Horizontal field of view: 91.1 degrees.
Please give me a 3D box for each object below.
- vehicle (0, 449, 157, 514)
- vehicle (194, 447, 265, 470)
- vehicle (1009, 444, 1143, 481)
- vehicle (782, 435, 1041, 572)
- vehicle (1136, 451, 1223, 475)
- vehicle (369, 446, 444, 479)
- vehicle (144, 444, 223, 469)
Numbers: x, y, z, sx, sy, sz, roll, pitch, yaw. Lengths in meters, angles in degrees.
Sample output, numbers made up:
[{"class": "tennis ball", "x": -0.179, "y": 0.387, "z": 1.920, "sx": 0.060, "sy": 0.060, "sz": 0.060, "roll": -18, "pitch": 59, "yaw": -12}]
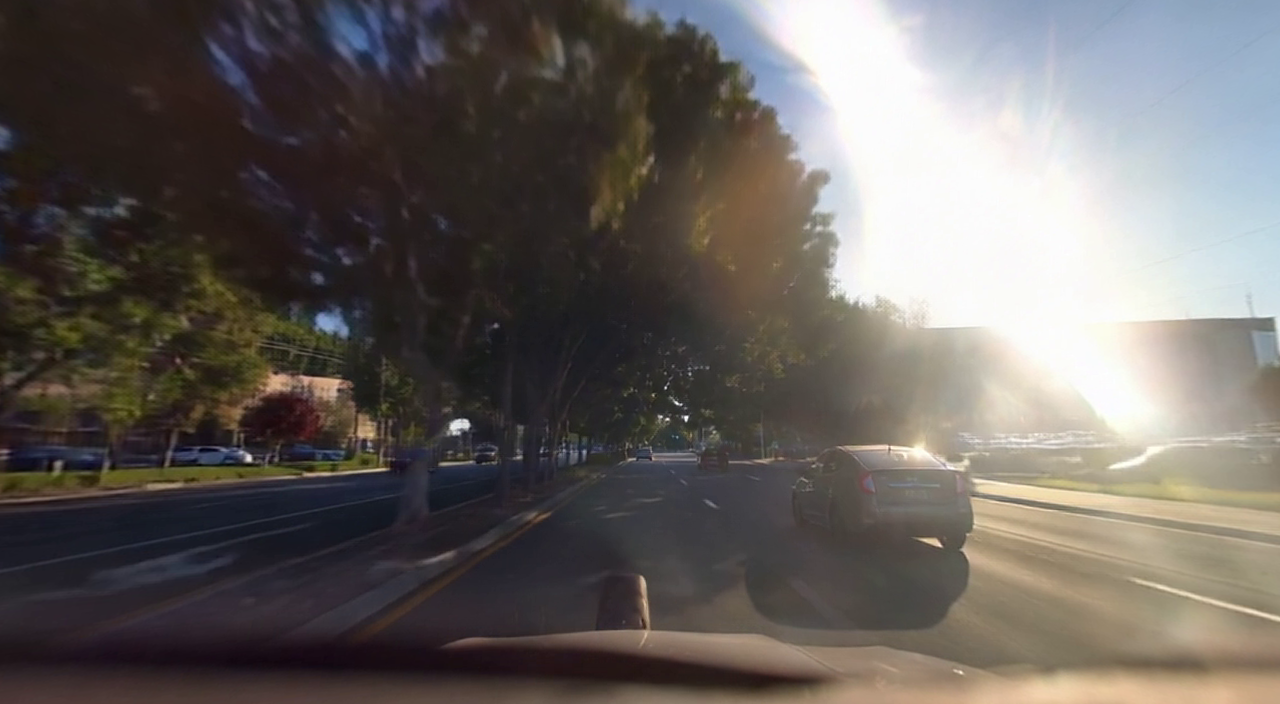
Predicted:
[{"class": "vehicle", "x": -15.774, "y": 3.358, "z": 16.796, "sx": 1.889, "sy": 1.463, "sz": 4.652, "roll": 0, "pitch": -9, "yaw": 1}, {"class": "vehicle", "x": -28.315, "y": 7.330, "z": 43.461, "sx": 1.861, "sy": 1.451, "sz": 4.533, "roll": 0, "pitch": -9, "yaw": 0}, {"class": "vehicle", "x": 19.576, "y": 4.957, "z": 28.302, "sx": 4.648, "sy": 1.568, "sz": 1.919, "roll": 1, "pitch": -9, "yaw": -3}, {"class": "vehicle", "x": 3.555, "y": 2.036, "z": 9.309, "sx": 1.935, "sy": 1.501, "sz": 4.384, "roll": 0, "pitch": -9, "yaw": 1}, {"class": "vehicle", "x": 36.641, "y": 7.512, "z": 42.789, "sx": 1.804, "sy": 1.447, "sz": 4.676, "roll": 0, "pitch": -9, "yaw": 1}, {"class": "vehicle", "x": -11.863, "y": 5.630, "z": 32.261, "sx": 1.983, "sy": 1.567, "sz": 4.557, "roll": 0, "pitch": -9, "yaw": 1}, {"class": "vehicle", "x": -31.545, "y": 7.221, "z": 43.553, "sx": 1.950, "sy": 1.569, "sz": 4.435, "roll": 0, "pitch": -9, "yaw": 2}]
